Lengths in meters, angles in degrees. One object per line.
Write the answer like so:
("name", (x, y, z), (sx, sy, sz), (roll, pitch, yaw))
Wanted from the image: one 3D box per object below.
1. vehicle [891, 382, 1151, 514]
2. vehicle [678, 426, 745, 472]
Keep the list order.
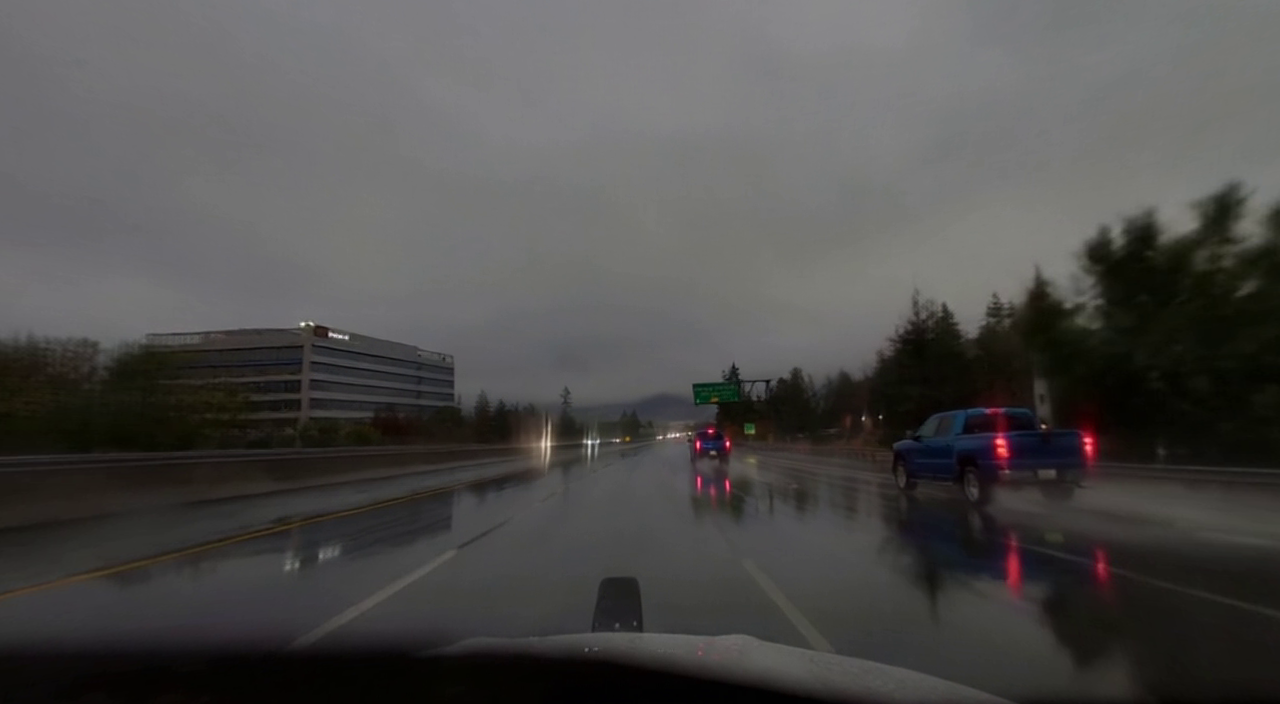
("vehicle", (7.684, 2.054, 13.691), (2.158, 2.268, 5.396), (0, -9, -1))
("vehicle", (3.243, 4.570, 29.785), (2.462, 1.984, 4.718), (0, -9, -2))
